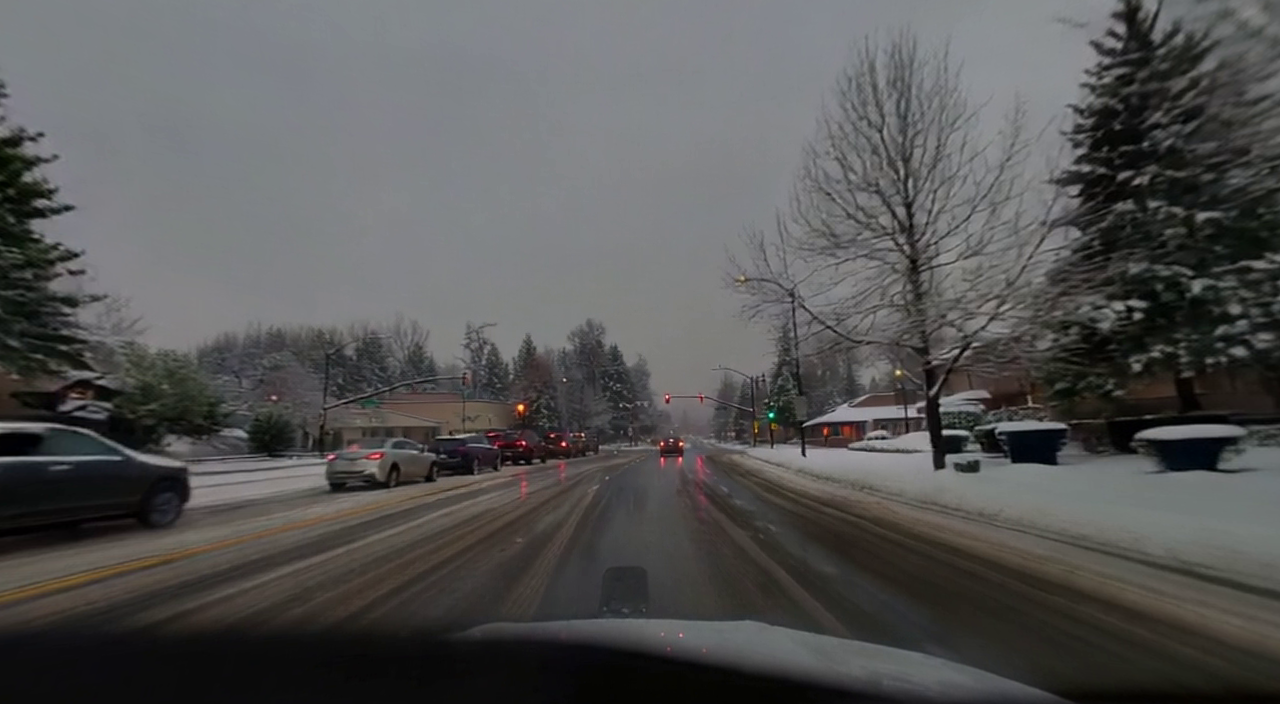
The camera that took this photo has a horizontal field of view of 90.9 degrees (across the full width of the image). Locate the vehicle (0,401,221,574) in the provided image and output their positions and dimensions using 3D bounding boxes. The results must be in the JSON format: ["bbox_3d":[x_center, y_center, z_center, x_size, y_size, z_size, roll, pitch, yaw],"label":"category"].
[{"bbox_3d":[-6.933,1.362,6.597,1.988,1.597,4.404,0,-8,1],"label":"vehicle"}]

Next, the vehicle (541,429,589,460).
[{"bbox_3d":[-4.853,6.117,41.618,2.111,1.864,4.932,0,-8,5],"label":"vehicle"}]

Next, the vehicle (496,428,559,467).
[{"bbox_3d":[-5.668,4.904,32.494,1.951,1.809,4.917,0,-8,5],"label":"vehicle"}]

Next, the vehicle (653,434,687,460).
[{"bbox_3d":[2.140,6.560,43.743,2.197,1.682,3.642,0,-8,5],"label":"vehicle"}]

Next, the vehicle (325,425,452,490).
[{"bbox_3d":[-6.911,2.939,17.787,1.870,1.616,3.765,0,-8,3],"label":"vehicle"}]

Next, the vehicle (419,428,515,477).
[{"bbox_3d":[-6.399,3.796,23.982,2.121,1.630,4.642,0,-8,3],"label":"vehicle"}]
